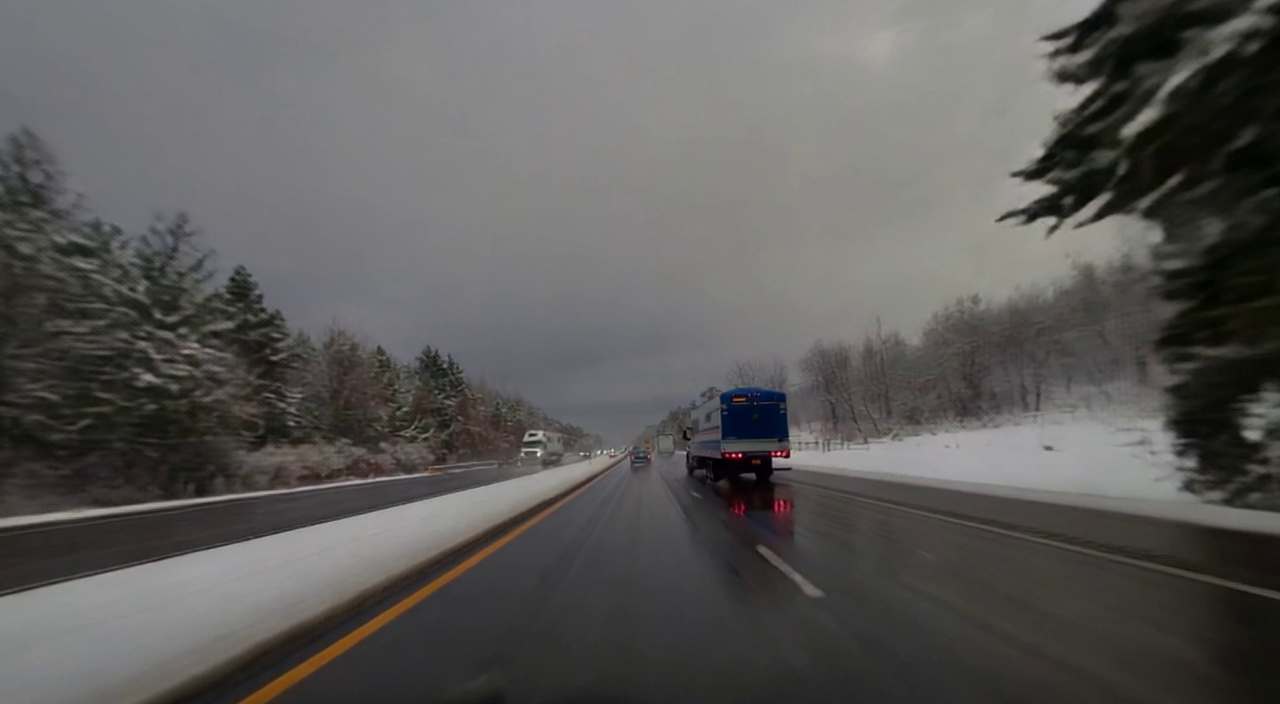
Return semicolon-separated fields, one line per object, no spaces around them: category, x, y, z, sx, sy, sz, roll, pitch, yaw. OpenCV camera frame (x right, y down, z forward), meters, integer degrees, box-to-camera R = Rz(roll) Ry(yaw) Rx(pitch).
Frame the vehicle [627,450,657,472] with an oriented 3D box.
vehicle;0.129;7.334;42.629;1.926;1.386;3.615;0;-9;0

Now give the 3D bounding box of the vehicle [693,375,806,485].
vehicle;4.678;4.042;30.843;2.939;4.129;14.300;0;-9;0
